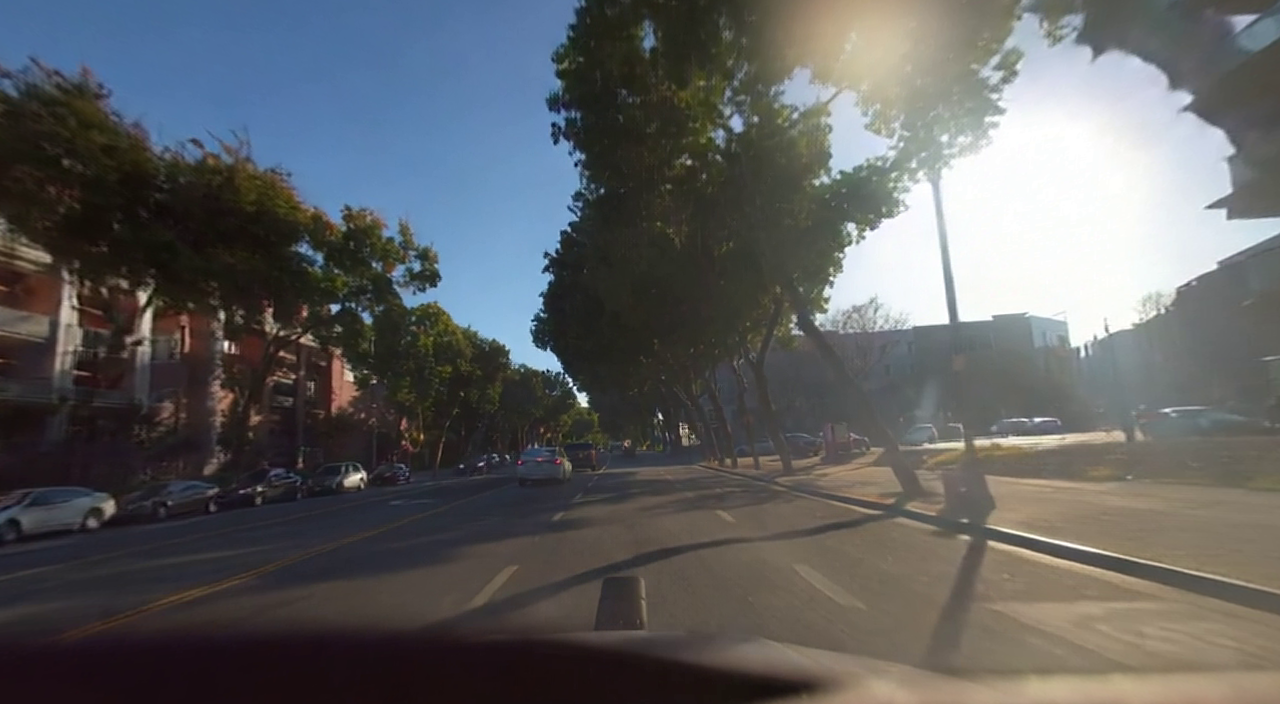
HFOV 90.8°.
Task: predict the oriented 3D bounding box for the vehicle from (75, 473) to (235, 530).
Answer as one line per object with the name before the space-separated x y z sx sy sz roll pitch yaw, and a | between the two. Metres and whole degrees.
vehicle | -16.021 4.915 21.261 1.871 1.485 4.573 0 -8 -2

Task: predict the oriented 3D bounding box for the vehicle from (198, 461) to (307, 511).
vehicle | -16.316 5.630 26.935 1.897 1.805 4.538 0 -8 -3

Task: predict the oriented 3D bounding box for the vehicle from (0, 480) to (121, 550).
vehicle | -15.803 4.144 15.877 1.942 1.431 4.553 -5 -9 -4

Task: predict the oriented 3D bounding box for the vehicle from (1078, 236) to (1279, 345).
vehicle | 12.268 -1.316 13.784 3.932 1.743 1.695 -5 -9 2

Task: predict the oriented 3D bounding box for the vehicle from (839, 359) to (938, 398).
vehicle | 11.512 1.273 29.490 3.827 1.556 1.730 -1 -10 -1

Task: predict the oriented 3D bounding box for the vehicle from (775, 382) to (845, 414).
vehicle | 10.905 2.976 40.720 3.826 1.601 1.807 -4 -8 -6

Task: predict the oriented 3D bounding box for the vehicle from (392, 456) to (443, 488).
vehicle | -16.373 8.825 46.774 1.917 1.775 5.018 -9 -8 -2

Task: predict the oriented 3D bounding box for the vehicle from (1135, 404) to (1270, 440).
vehicle | 25.113 3.147 28.305 4.215 1.545 1.897 0 -8 -1

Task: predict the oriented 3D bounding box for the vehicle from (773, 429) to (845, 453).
vehicle | 12.227 6.483 45.944 4.619 1.626 2.121 -1 -10 4

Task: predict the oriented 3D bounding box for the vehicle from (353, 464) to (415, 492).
vehicle | -16.154 7.936 40.146 2.021 1.438 4.616 -2 -8 0

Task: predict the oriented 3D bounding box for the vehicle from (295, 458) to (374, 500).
vehicle | -16.402 6.773 34.155 2.079 1.847 4.592 -4 -8 -1

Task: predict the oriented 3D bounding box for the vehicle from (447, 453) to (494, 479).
vehicle | -10.836 7.304 40.778 1.884 1.518 4.380 0 -8 -1

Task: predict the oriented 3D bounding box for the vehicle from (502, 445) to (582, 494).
vehicle | -3.147 3.881 21.238 2.051 1.454 4.132 0 -8 0

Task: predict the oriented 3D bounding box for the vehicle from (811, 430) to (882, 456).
vehicle | 12.264 5.404 37.640 3.527 1.496 1.836 0 -7 -4
